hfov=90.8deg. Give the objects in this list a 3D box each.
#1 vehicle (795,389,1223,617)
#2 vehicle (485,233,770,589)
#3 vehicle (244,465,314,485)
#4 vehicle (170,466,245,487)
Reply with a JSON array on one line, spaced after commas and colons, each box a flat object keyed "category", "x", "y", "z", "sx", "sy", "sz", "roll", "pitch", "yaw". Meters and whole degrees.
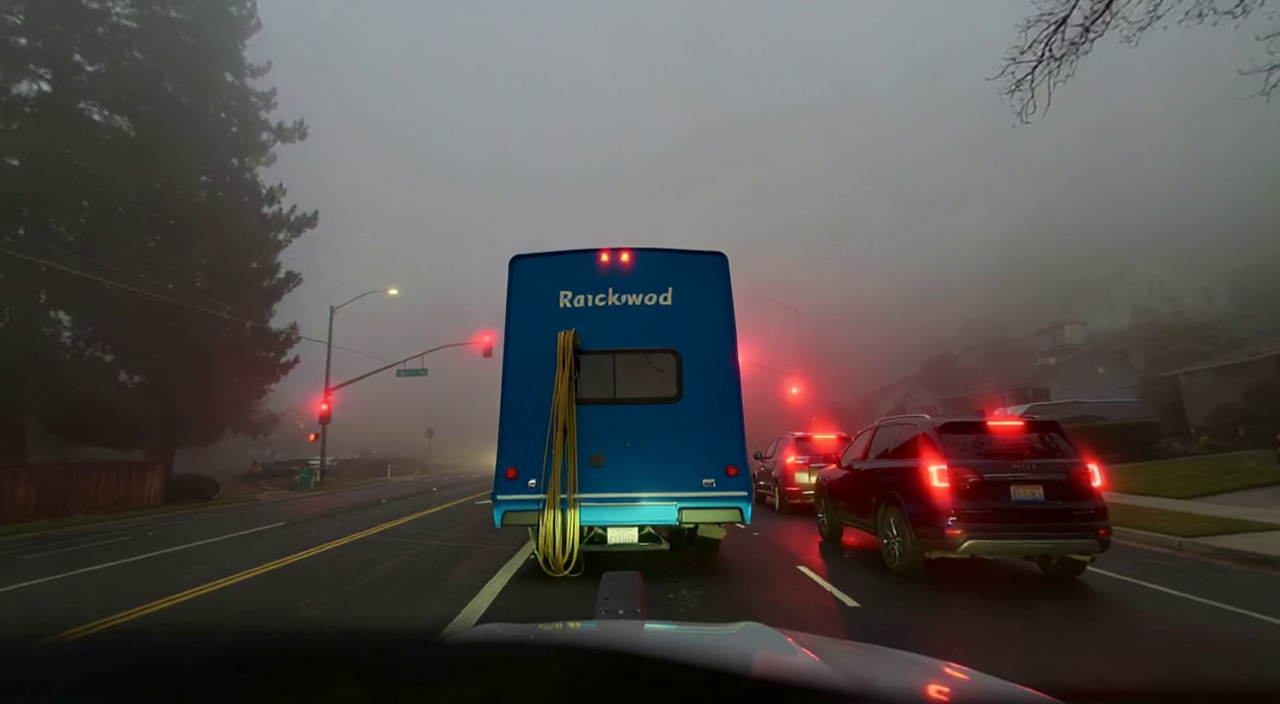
[{"category": "vehicle", "x": 3.399, "y": 1.492, "z": 7.145, "sx": 2.104, "sy": 1.735, "sz": 4.408, "roll": 0, "pitch": -9, "yaw": -1}, {"category": "vehicle", "x": -0.124, "y": 1.121, "z": 10.323, "sx": 2.709, "sy": 3.511, "sz": 8.213, "roll": 0, "pitch": -9, "yaw": 0}, {"category": "vehicle", "x": -27.454, "y": 9.360, "z": 48.128, "sx": 4.187, "sy": 1.445, "sz": 1.809, "roll": 0, "pitch": -9, "yaw": 0}, {"category": "vehicle", "x": -32.767, "y": 9.411, "z": 47.934, "sx": 4.311, "sy": 1.458, "sz": 1.707, "roll": 0, "pitch": -9, "yaw": -3}]
